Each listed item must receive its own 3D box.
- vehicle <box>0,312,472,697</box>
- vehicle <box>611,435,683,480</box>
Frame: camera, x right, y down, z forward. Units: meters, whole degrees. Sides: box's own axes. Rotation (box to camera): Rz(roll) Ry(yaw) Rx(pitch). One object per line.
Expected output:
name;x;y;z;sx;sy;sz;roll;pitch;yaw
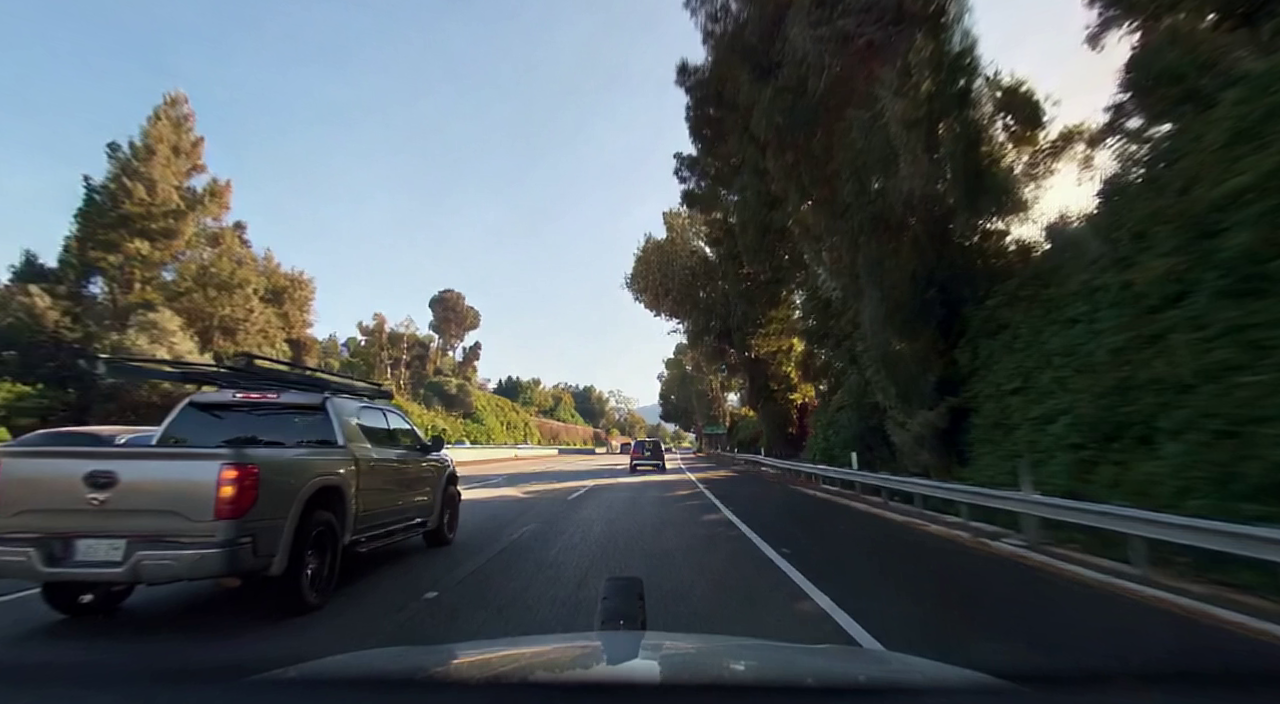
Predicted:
vehicle;-3.327;1.109;5.681;2.250;1.947;4.860;0;-9;0
vehicle;0.289;4.391;26.549;2.715;1.669;5.163;0;-9;1
